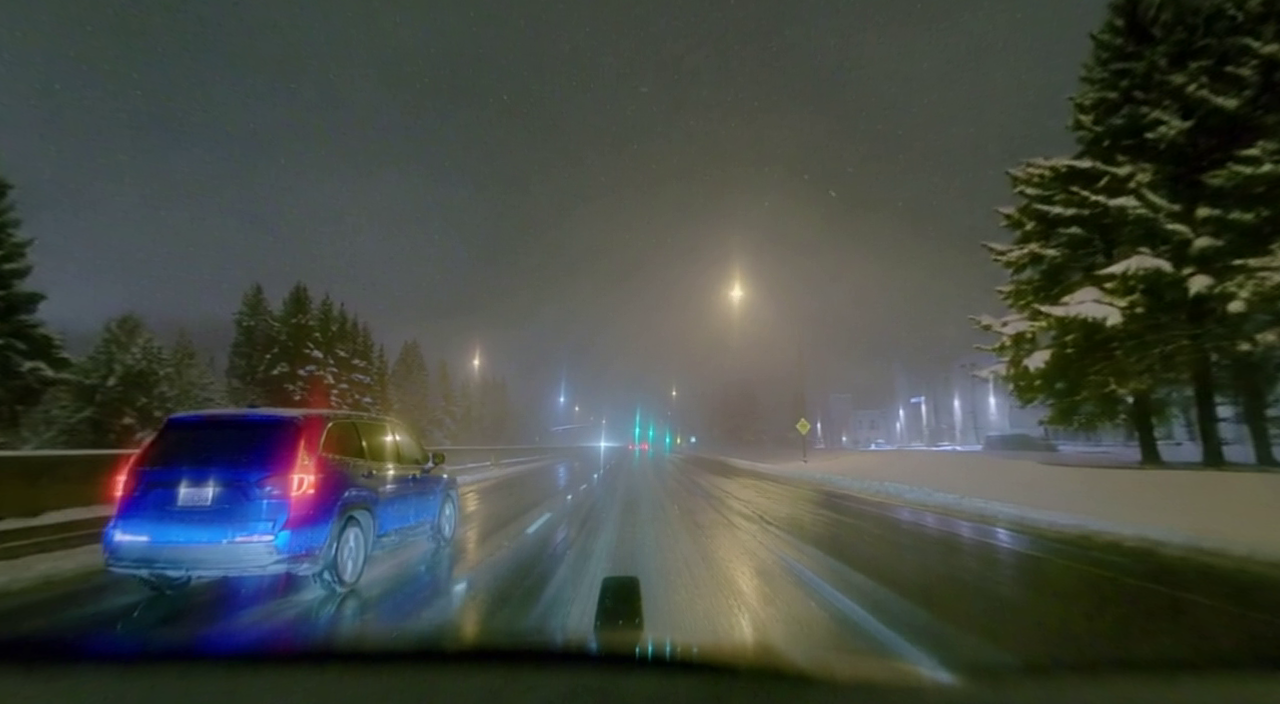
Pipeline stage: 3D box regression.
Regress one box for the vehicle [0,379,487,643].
[{"bbox_3d":[-3.162,1.366,6.422,2.033,1.713,4.503,0,-8,0],"label":"vehicle"}]
